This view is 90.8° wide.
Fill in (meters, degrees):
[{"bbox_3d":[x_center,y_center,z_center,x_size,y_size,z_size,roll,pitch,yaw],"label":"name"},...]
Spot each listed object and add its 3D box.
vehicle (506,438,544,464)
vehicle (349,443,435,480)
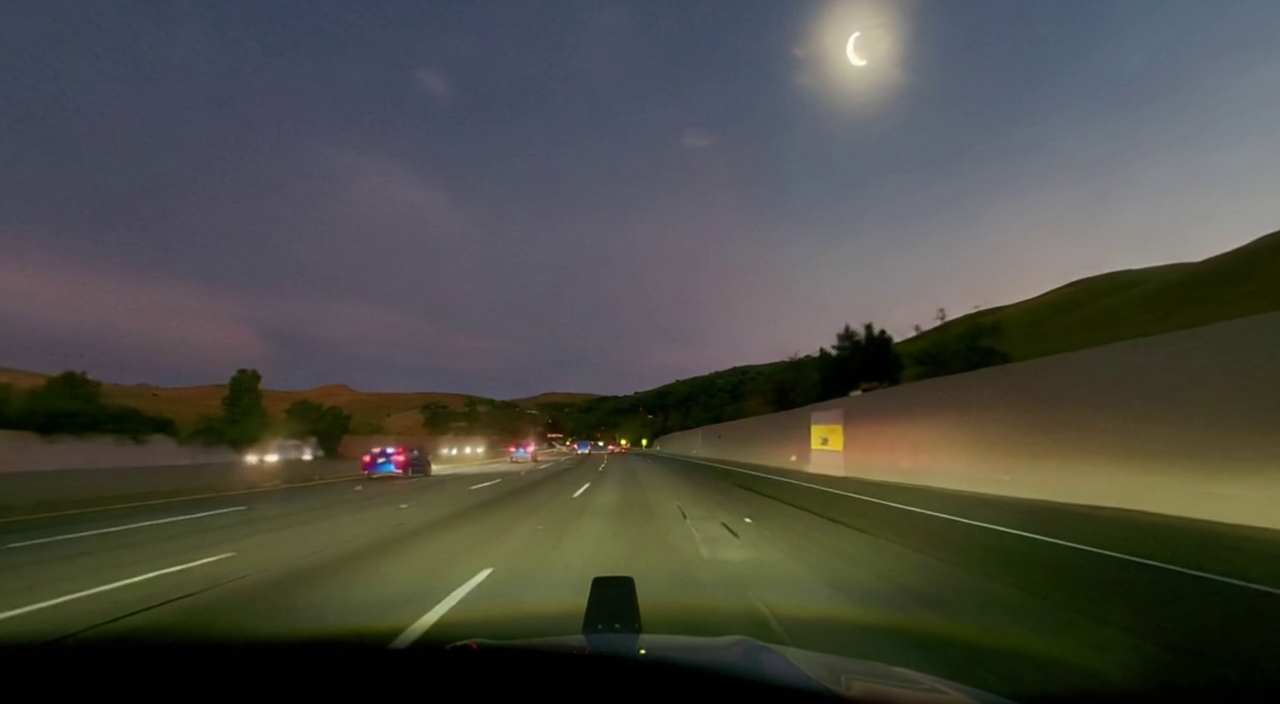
[{"bbox_3d":[-8.295,7.206,45.984,2.074,1.768,4.805,0,-9,-2],"label":"vehicle"},{"bbox_3d":[-10.677,4.736,27.603,1.949,1.475,4.740,0,-9,-2],"label":"vehicle"}]
